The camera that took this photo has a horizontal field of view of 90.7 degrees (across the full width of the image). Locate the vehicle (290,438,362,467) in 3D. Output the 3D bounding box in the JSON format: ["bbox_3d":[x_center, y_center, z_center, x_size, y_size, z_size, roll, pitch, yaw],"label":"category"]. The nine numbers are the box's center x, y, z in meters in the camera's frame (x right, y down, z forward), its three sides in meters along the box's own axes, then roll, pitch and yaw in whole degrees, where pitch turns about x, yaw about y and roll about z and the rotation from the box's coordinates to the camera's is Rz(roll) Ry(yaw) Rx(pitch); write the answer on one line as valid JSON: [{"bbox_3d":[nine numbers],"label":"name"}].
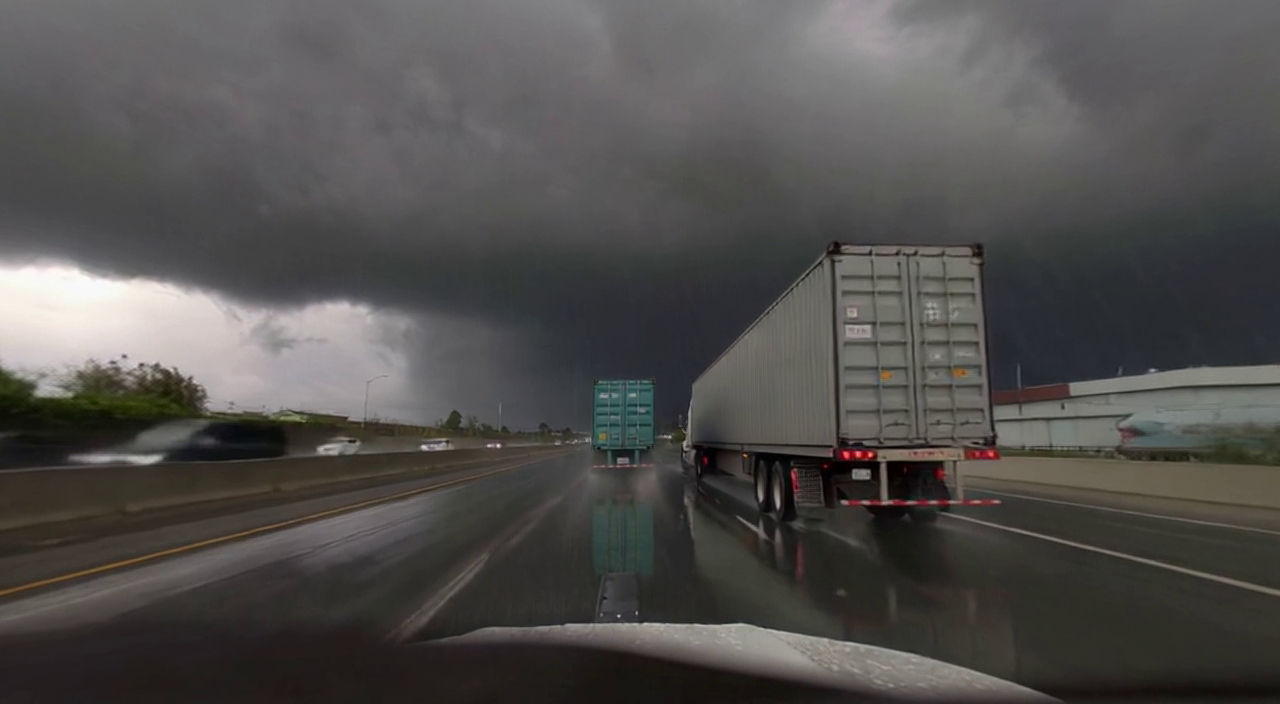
[{"bbox_3d":[-17.782,5.700,36.088,1.897,1.498,4.642,0,-8,-2],"label":"vehicle"}]

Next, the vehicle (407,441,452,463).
[{"bbox_3d":[-14.341,6.829,43.338,1.814,1.449,4.409,0,-8,-3],"label":"vehicle"}]

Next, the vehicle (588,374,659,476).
[{"bbox_3d":[-0.558,3.833,31.670,2.841,4.071,12.046,-1,-8,1],"label":"vehicle"}]

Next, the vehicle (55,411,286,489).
[{"bbox_3d":[-12.528,2.698,17.589,2.220,1.787,5.560,0,-8,-1],"label":"vehicle"}]

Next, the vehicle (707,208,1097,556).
[{"bbox_3d":[3.649,1.198,13.705,2.803,4.072,12.744,0,-8,-1],"label":"vehicle"}]
